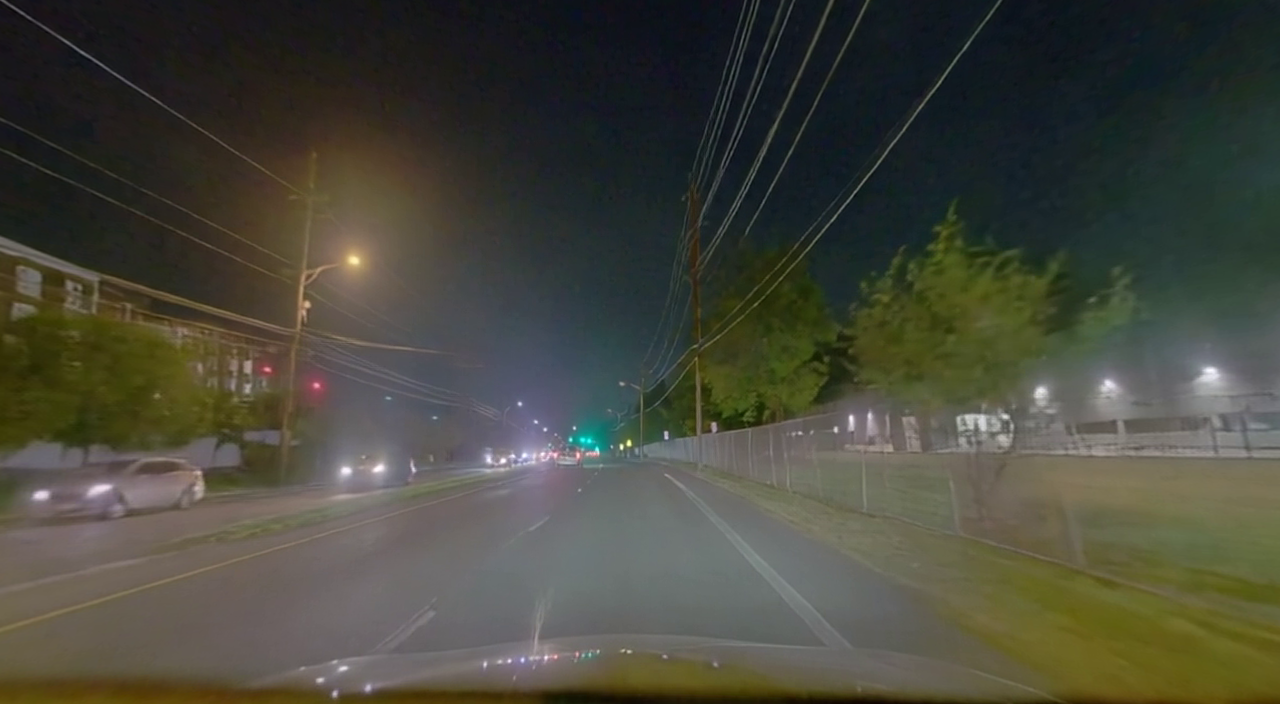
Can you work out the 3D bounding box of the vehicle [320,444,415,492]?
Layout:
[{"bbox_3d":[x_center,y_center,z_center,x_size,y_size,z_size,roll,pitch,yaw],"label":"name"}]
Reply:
[{"bbox_3d":[-10.603,4.502,24.867,1.954,1.690,4.080,1,-9,-1],"label":"vehicle"}]

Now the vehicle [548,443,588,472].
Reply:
[{"bbox_3d":[-4.123,6.106,36.692,1.992,1.515,4.289,1,-9,-2],"label":"vehicle"}]

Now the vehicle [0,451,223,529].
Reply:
[{"bbox_3d":[-13.413,3.449,16.420,1.942,1.660,4.595,1,-9,-1],"label":"vehicle"}]

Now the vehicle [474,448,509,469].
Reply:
[{"bbox_3d":[-11.492,8.236,48.954,1.911,1.508,4.448,2,-9,-4],"label":"vehicle"}]
